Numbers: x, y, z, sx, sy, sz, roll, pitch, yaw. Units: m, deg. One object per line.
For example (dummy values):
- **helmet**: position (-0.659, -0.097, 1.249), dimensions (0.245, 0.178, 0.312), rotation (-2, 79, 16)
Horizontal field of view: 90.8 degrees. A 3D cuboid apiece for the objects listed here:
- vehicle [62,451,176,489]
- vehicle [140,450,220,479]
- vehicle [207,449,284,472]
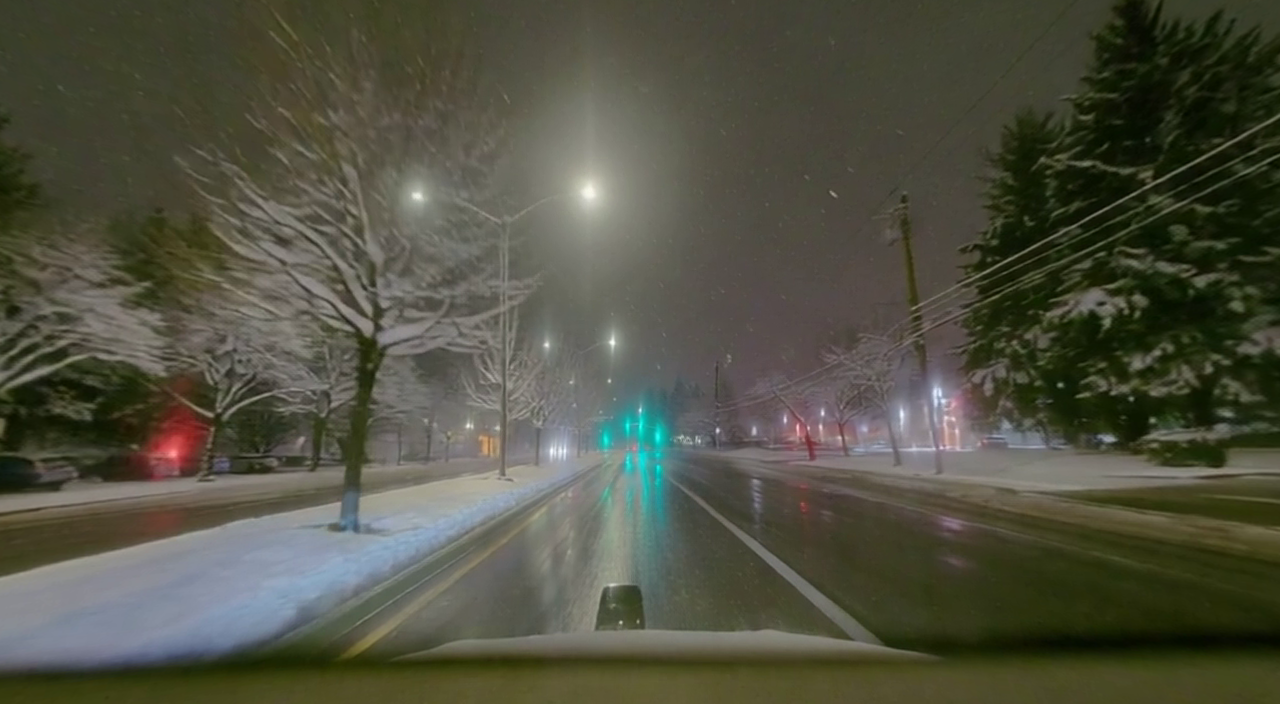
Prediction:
- **vehicle**: position (-25.546, 5.752, 31.249), dimensions (1.949, 1.662, 4.589), rotation (1, -8, -5)
- **vehicle**: position (-28.936, 7.072, 39.917), dimensions (1.918, 1.669, 4.300), rotation (1, -8, -3)
- **vehicle**: position (-30.489, 8.405, 48.888), dimensions (4.632, 1.681, 1.904), rotation (0, -8, -1)
